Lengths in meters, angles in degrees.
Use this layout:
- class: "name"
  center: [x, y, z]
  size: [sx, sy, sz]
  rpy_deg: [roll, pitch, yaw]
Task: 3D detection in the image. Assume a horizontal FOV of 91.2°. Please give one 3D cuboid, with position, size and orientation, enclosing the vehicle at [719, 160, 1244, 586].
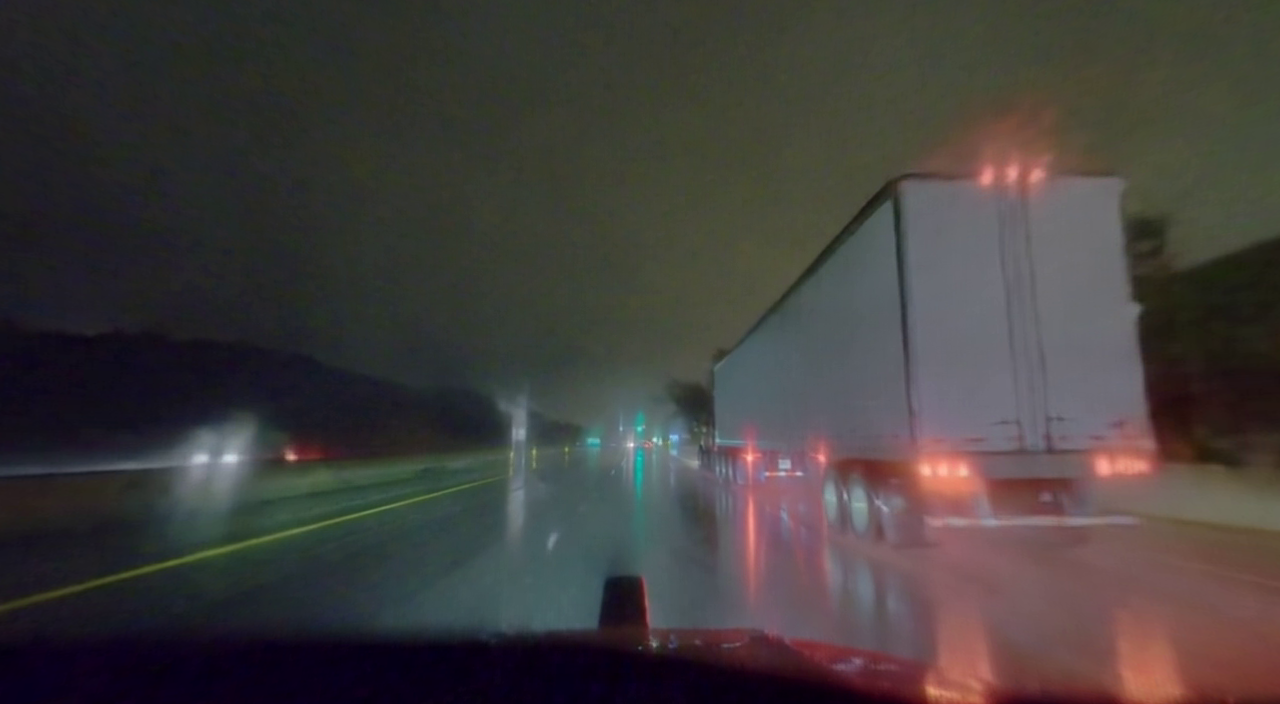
- class: "vehicle"
  center: [4.035, 1.148, 13.090]
  size: [2.933, 4.100, 14.317]
  rpy_deg: [0, -8, 0]

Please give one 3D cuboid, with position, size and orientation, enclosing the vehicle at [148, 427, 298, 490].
- class: "vehicle"
  center: [-18.945, 4.878, 29.108]
  size: [2.353, 2.561, 6.586]
  rpy_deg: [0, -8, 0]
